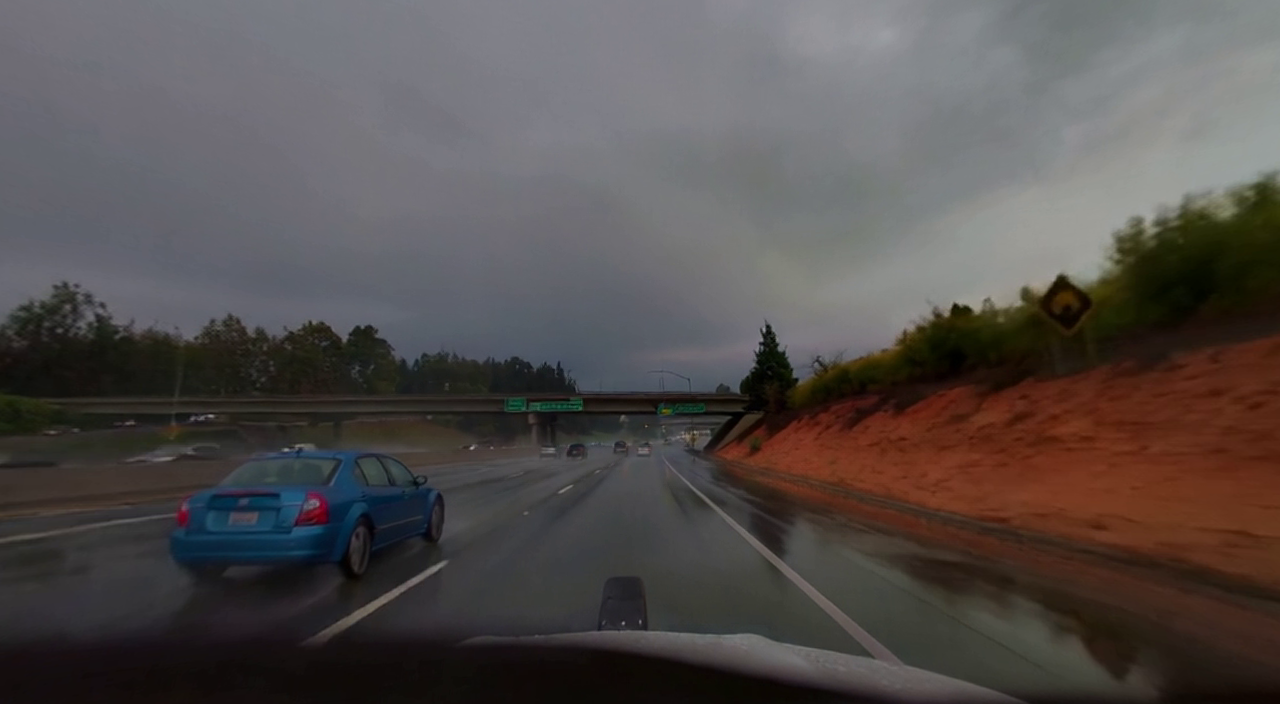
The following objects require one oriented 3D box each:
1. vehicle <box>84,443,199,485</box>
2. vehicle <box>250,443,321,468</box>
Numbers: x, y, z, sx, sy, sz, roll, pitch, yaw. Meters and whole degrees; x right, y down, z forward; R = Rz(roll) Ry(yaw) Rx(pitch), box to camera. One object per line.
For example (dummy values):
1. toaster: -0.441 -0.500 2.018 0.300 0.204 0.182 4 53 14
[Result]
1. vehicle: -17.057 3.816 21.761 1.408 1.314 3.169 0 -8 -1
2. vehicle: -27.811 8.135 49.702 2.679 1.808 5.054 0 -8 -1
